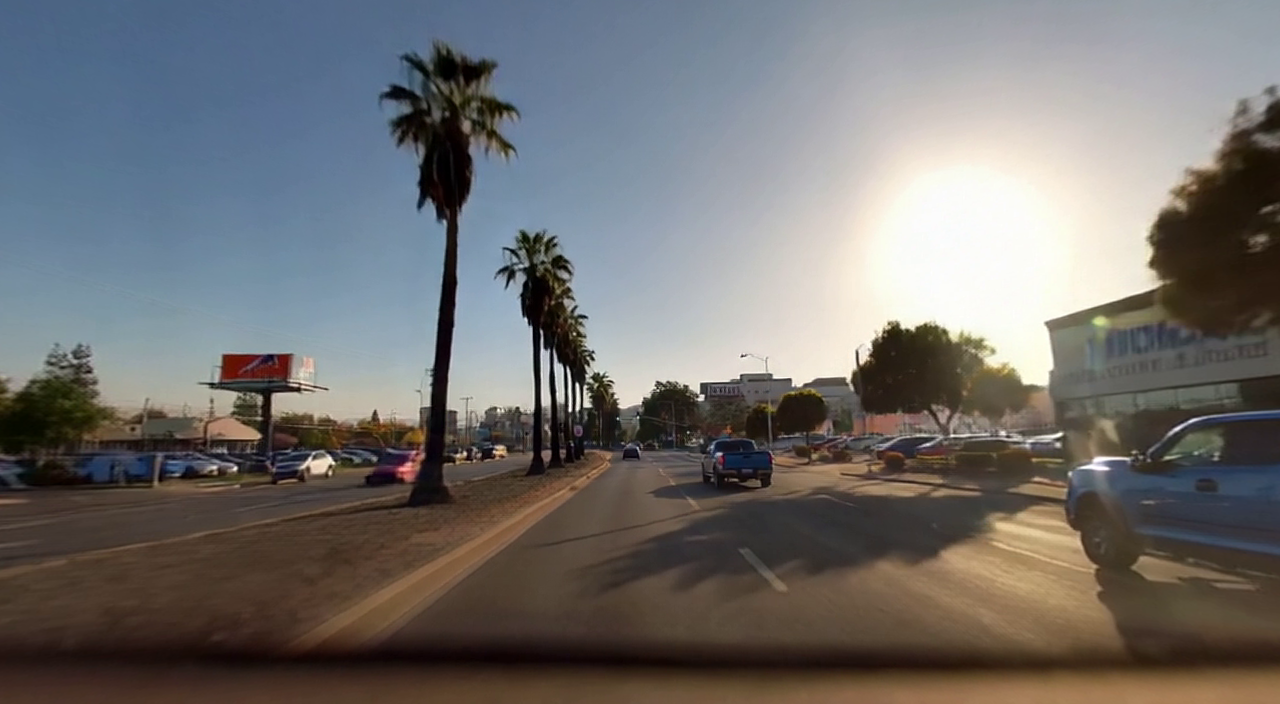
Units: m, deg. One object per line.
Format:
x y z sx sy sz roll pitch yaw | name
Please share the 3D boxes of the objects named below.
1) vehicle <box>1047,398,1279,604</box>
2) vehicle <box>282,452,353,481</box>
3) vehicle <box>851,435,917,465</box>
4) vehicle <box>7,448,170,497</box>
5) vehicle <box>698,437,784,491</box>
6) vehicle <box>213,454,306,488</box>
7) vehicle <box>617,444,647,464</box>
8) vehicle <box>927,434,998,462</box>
6.114 1.171 4.974 2.140 1.606 5.437 0 -9 -1 | vehicle
-19.476 6.914 38.428 1.840 1.524 4.923 0 -8 -2 | vehicle
15.406 6.215 40.218 2.067 1.772 4.910 0 -8 -2 | vehicle
-24.241 5.283 28.220 2.112 1.821 5.960 -2 -8 -2 | vehicle
3.114 3.550 20.425 1.889 1.541 4.303 0 -8 -2 | vehicle
-19.408 6.060 32.535 1.983 1.492 4.904 0 -8 -3 | vehicle
-0.671 7.986 49.572 2.258 1.468 4.076 0 -8 -2 | vehicle
20.640 6.162 40.619 1.925 1.724 4.458 0 -9 -4 | vehicle
